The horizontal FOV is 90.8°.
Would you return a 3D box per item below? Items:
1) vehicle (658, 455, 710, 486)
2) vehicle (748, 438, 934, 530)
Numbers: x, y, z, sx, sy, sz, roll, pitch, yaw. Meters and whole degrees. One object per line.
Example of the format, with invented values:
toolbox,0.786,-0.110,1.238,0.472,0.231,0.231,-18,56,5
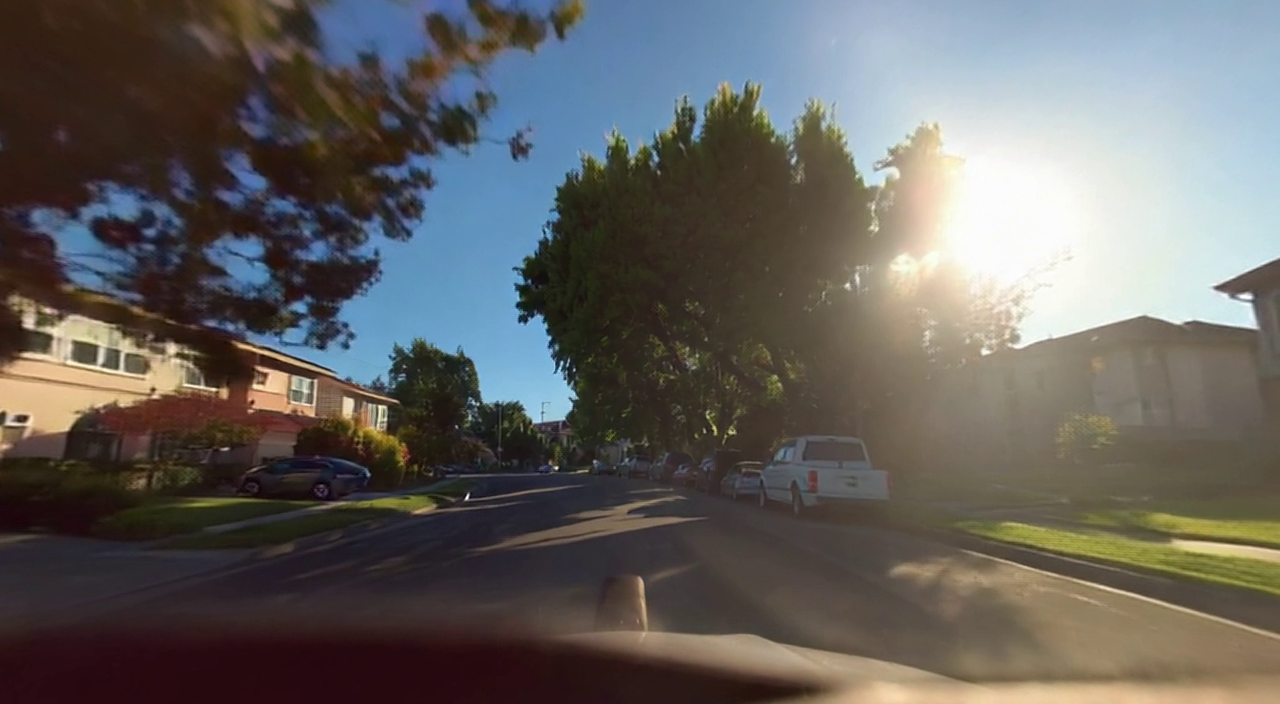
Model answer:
vehicle,2.774,7.675,41.150,2.111,1.771,4.942,2,-9,-12
vehicle,4.875,3.374,16.803,2.715,1.900,6.163,2,-10,-2
